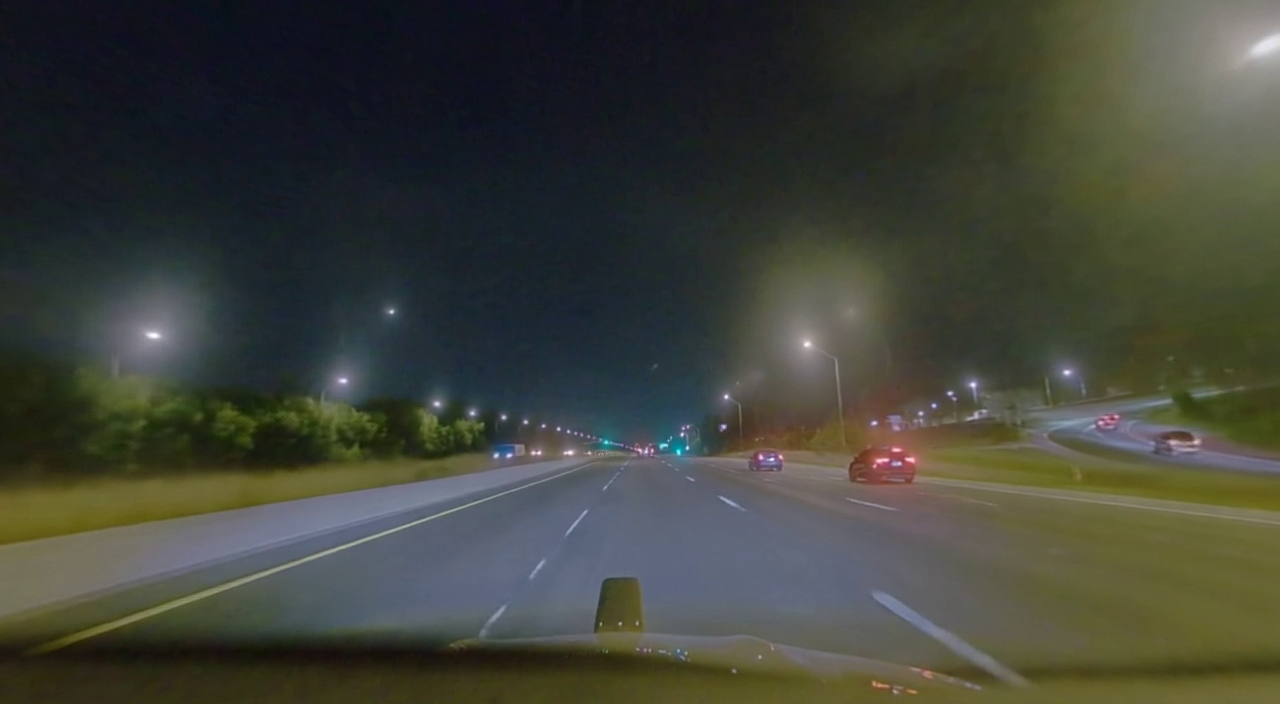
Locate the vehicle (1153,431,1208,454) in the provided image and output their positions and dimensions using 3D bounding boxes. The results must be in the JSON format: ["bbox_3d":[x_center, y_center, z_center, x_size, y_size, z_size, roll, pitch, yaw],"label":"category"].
[{"bbox_3d":[41.866,7.042,48.857,2.154,1.660,4.444,-5,-10,27],"label":"vehicle"}]

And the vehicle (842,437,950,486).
[{"bbox_3d":[11.110,4.798,27.943,2.387,1.936,5.646,0,-9,0],"label":"vehicle"}]

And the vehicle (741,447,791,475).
[{"bbox_3d":[7.446,6.451,37.672,2.053,1.553,4.463,0,-9,0],"label":"vehicle"}]
